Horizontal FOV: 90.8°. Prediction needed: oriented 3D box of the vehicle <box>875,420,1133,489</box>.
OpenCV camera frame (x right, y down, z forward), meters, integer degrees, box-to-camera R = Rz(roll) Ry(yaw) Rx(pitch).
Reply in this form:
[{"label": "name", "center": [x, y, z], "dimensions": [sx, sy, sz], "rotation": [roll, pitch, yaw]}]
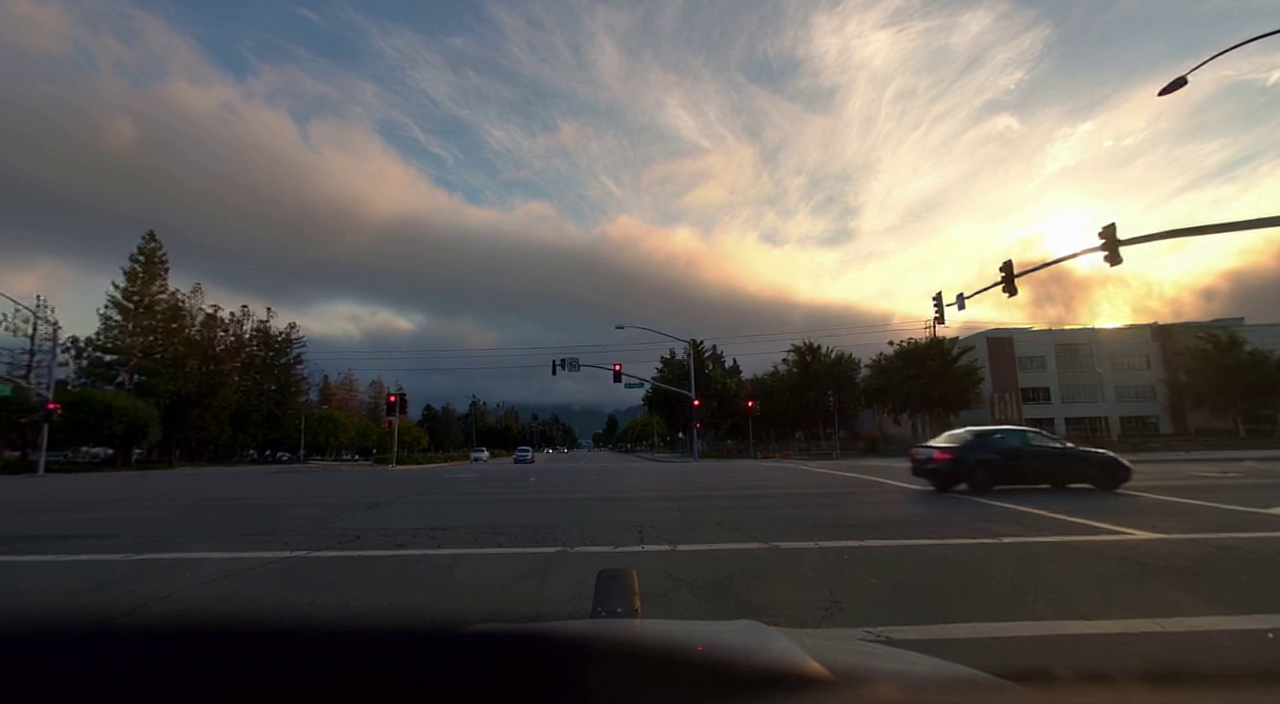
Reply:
[{"label": "vehicle", "center": [8.142, 2.326, 14.449], "dimensions": [4.736, 1.445, 1.933], "rotation": [0, -8, -3]}]
